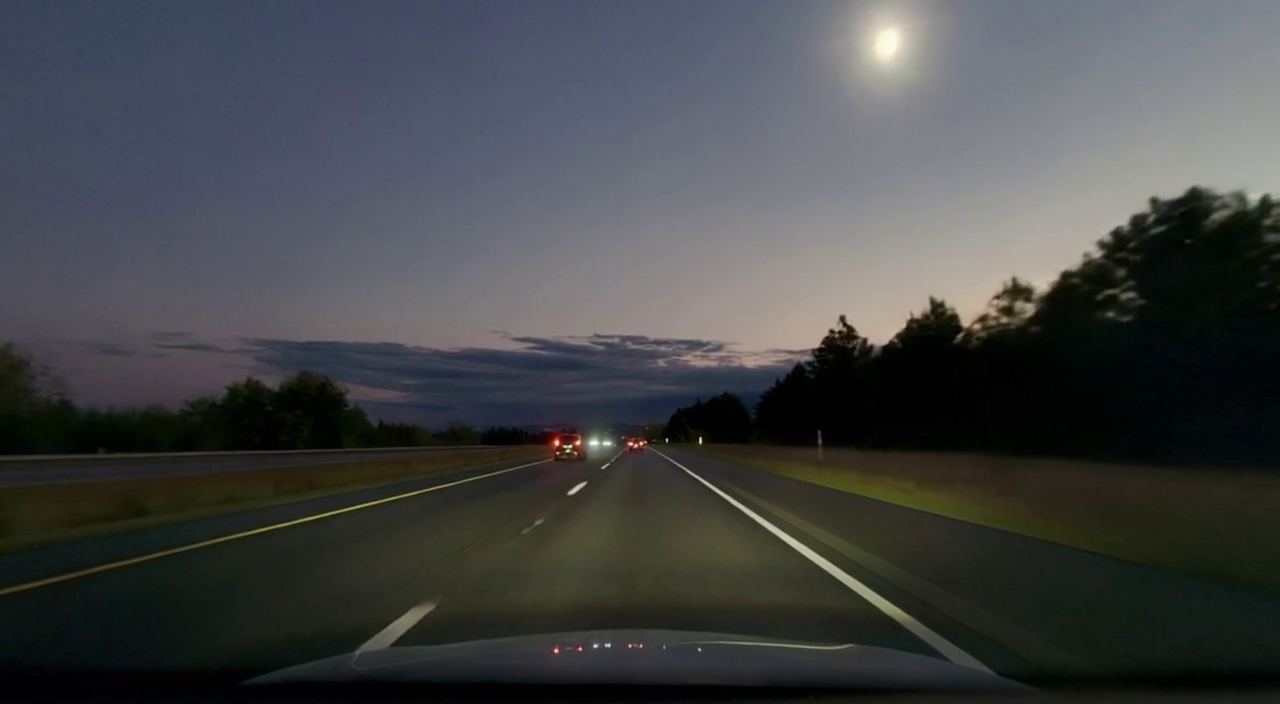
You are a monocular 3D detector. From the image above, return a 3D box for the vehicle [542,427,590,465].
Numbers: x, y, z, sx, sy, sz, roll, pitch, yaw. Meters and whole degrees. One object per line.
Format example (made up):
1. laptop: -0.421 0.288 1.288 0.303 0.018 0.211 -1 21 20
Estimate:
1. vehicle: -4.197 5.457 36.675 2.241 2.034 4.890 0 -8 0
